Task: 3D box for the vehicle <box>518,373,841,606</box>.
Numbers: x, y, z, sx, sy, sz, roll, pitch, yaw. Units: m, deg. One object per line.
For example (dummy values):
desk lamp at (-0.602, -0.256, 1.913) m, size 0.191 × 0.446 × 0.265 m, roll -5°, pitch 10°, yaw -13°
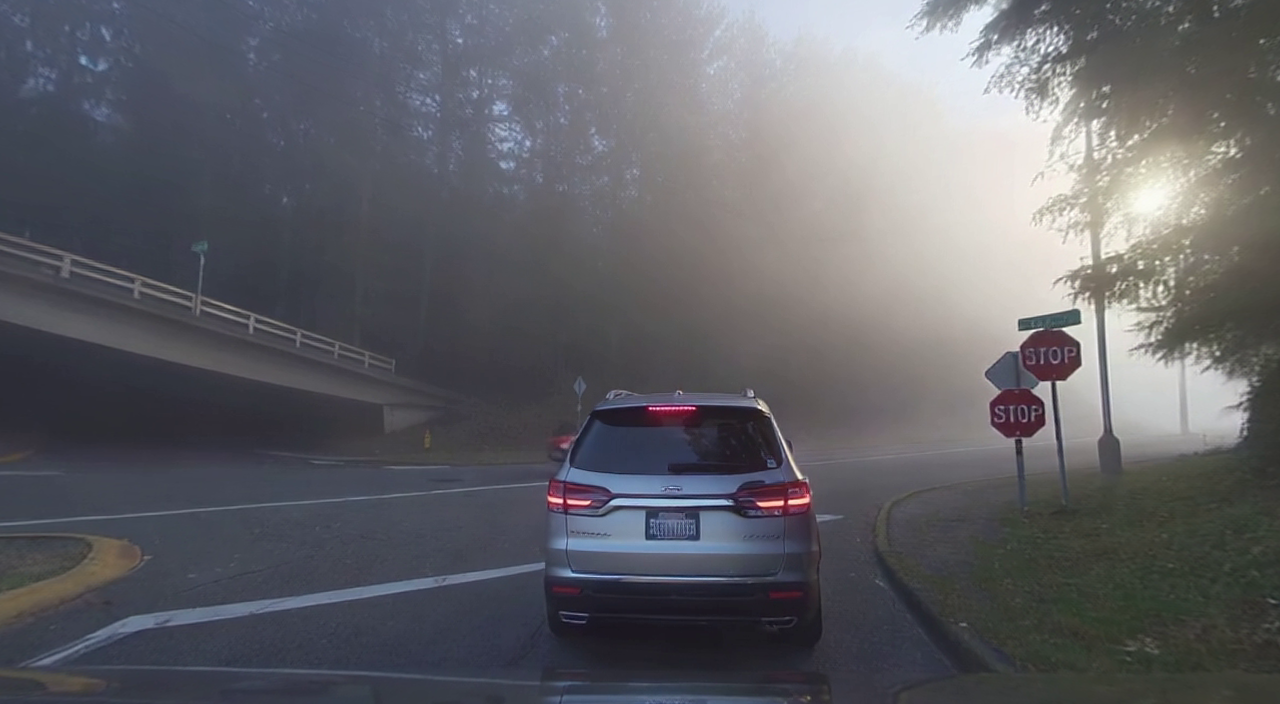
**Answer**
vehicle at (0.313, 1.391, 7.136) m, size 2.494 × 1.804 × 4.336 m, roll 0°, pitch -9°, yaw 0°
